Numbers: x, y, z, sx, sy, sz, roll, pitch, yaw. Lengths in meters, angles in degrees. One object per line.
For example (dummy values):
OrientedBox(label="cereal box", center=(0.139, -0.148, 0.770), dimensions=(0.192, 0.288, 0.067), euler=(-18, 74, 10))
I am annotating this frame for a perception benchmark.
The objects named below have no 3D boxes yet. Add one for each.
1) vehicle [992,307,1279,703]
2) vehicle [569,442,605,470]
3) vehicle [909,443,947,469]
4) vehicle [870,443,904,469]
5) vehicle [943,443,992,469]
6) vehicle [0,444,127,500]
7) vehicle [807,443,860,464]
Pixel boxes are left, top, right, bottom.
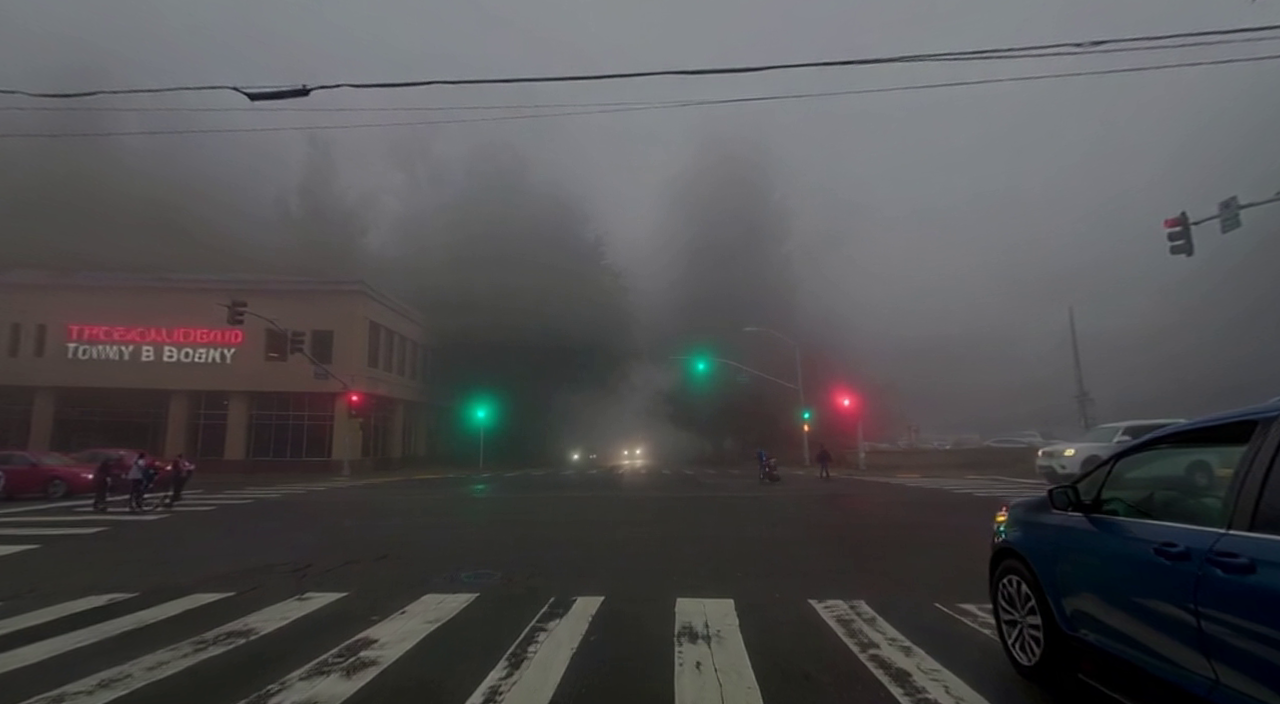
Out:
OrientedBox(label="vehicle", center=(2.880, 0.598, 0.878), dimensions=(2.048, 1.725, 4.754), euler=(0, -8, 1))
OrientedBox(label="vehicle", center=(-3.301, 6.562, 39.836), dimensions=(1.961, 1.658, 4.064), euler=(0, -8, 0))
OrientedBox(label="vehicle", center=(18.188, 6.539, 39.926), dimensions=(1.791, 1.520, 3.649), euler=(-3, -9, 19))
OrientedBox(label="vehicle", center=(15.833, 6.620, 40.378), dimensions=(1.875, 1.543, 3.853), euler=(-3, -9, 22))
OrientedBox(label="vehicle", center=(20.485, 6.490, 39.628), dimensions=(2.066, 1.488, 4.158), euler=(-3, -9, 19))
OrientedBox(label="vehicle", center=(-18.061, 3.435, 18.282), dimensions=(4.686, 1.500, 1.935), euler=(0, -8, 2))
OrientedBox(label="vehicle", center=(14.984, 7.879, 49.080), dimensions=(1.924, 1.579, 4.084), euler=(3, -9, -18))
